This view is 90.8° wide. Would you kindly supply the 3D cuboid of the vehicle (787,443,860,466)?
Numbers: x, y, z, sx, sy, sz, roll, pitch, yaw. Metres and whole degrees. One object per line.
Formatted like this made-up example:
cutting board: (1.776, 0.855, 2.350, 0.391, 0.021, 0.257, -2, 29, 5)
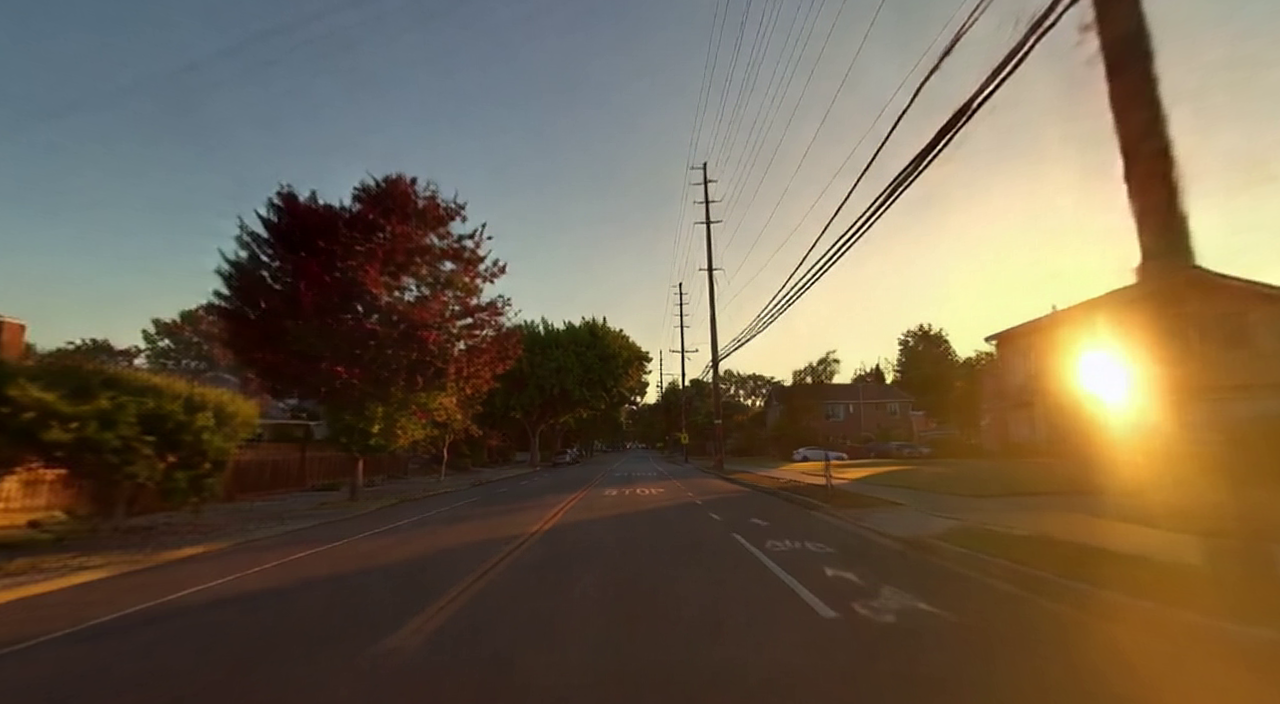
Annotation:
vehicle: (13.481, 7.555, 46.563, 4.624, 1.420, 2.045, -1, -9, -7)
